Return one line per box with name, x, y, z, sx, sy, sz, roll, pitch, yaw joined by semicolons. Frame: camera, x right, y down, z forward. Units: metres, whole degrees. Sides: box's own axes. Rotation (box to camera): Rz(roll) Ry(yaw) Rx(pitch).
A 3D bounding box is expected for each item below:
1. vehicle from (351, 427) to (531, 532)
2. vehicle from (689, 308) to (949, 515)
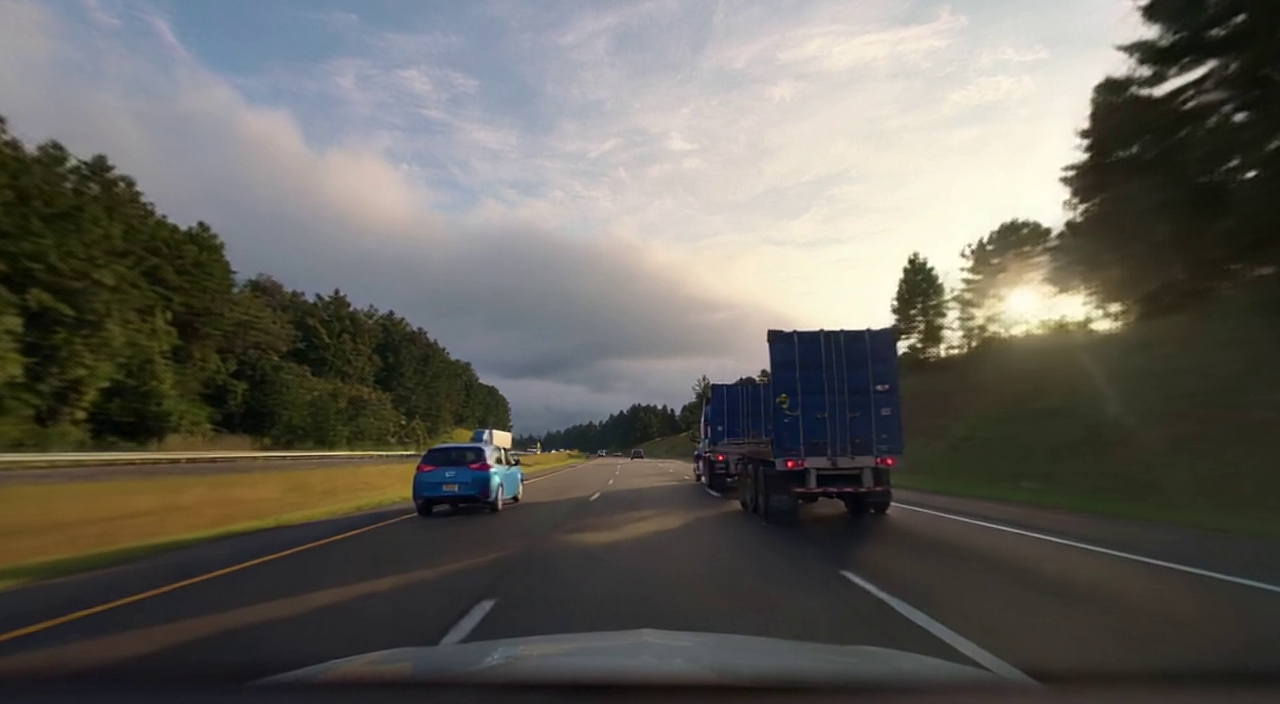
vehicle;-3.579;2.388;12.350;2.115;1.670;4.261;0;-9;0
vehicle;4.262;2.514;21.581;3.532;4.201;17.611;0;-9;-1
